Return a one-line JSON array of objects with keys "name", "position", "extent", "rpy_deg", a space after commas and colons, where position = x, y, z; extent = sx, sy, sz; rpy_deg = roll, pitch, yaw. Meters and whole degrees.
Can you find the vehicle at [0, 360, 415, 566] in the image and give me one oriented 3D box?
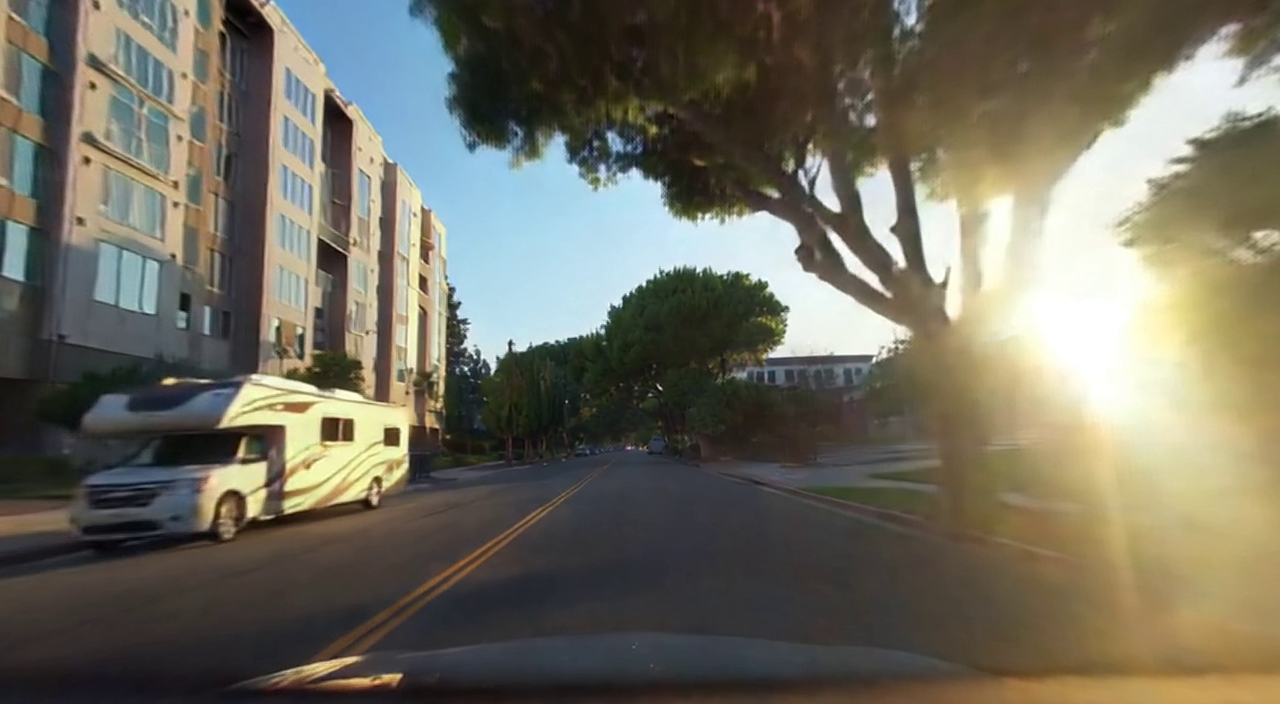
[{"name": "vehicle", "position": [-7.407, 2.019, 12.610], "extent": [3.108, 2.771, 7.999], "rpy_deg": [0, -7, -2]}]
